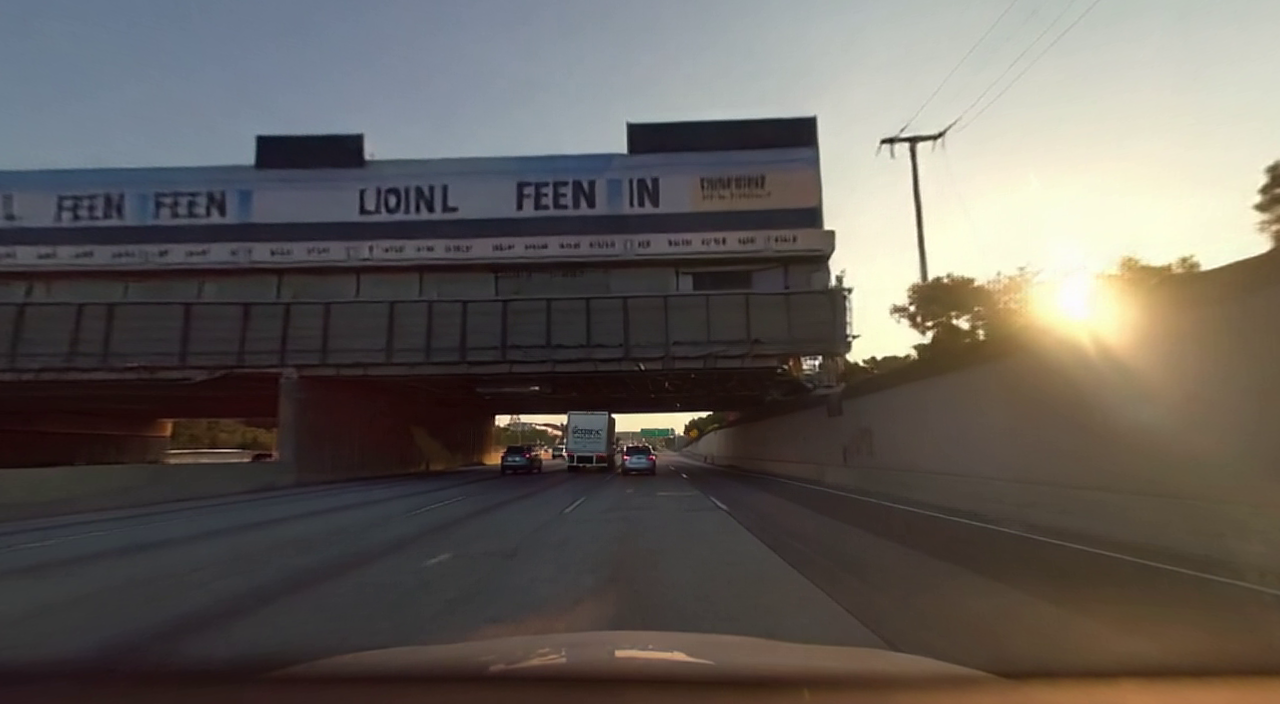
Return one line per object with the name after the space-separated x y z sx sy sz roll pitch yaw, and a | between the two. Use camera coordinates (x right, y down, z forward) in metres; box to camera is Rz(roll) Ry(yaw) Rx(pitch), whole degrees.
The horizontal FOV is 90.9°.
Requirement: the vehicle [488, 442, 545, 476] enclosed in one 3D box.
-6.570 5.752 34.084 2.124 1.674 4.541 0 -9 0 | vehicle

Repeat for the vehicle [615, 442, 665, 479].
-0.031 4.963 29.015 2.168 1.597 3.615 0 -9 -1 | vehicle

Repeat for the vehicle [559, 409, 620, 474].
-2.883 5.485 38.348 2.794 3.460 8.595 0 -9 1 | vehicle
